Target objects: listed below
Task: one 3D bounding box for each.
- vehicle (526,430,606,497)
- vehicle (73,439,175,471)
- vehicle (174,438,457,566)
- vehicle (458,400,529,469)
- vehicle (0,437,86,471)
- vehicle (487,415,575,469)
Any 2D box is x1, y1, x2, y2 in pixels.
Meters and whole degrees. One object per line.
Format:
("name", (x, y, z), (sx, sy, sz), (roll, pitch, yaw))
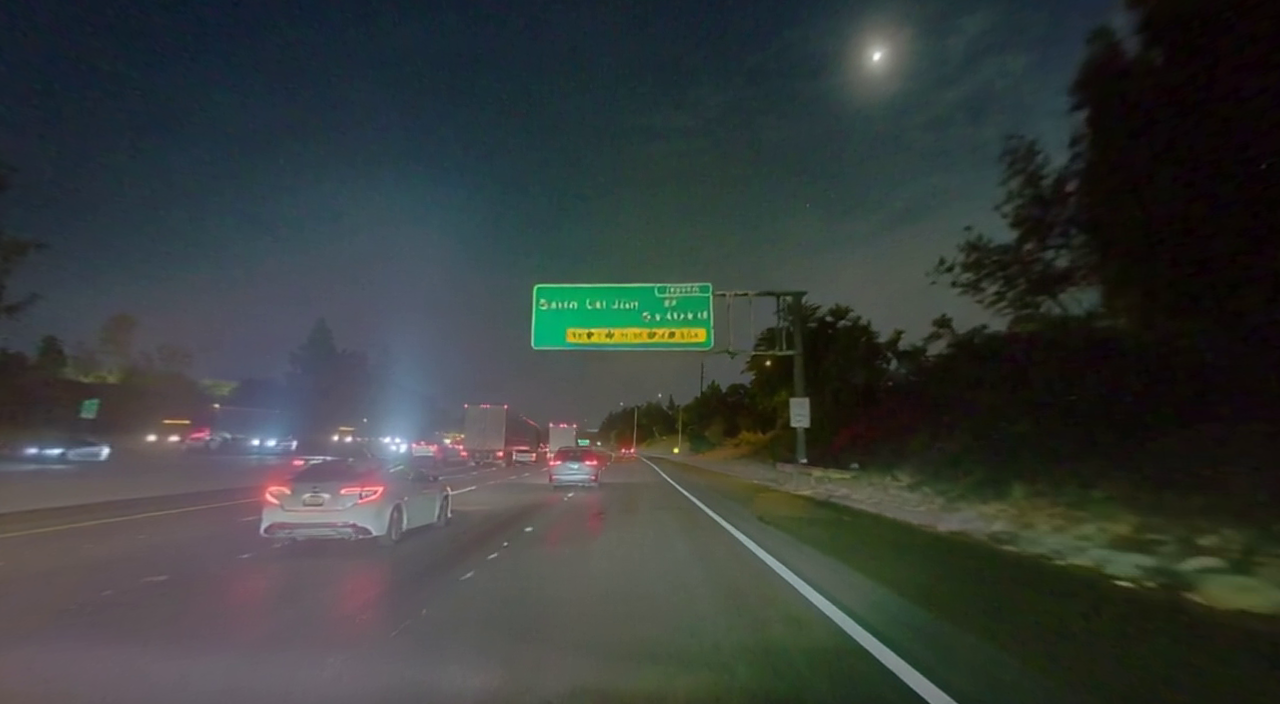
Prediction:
("vehicle", (-2.132, 3.398, 19.713), (2.093, 1.785, 5.303), (0, -8, -3))
("vehicle", (-26.388, 5.282, 32.598), (1.854, 1.490, 4.319), (1, -9, -5))
("vehicle", (-4.390, 2.063, 9.608), (1.932, 1.445, 4.625), (0, -8, -2))
("vehicle", (-10.773, 6.384, 48.077), (2.966, 4.493, 12.921), (0, -8, -3))
("vehicle", (-30.953, 5.179, 32.309), (1.810, 1.585, 4.116), (1, -8, -5))
("vehicle", (-6.322, 5.732, 39.665), (3.270, 2.674, 14.547), (-1, -9, -1))
